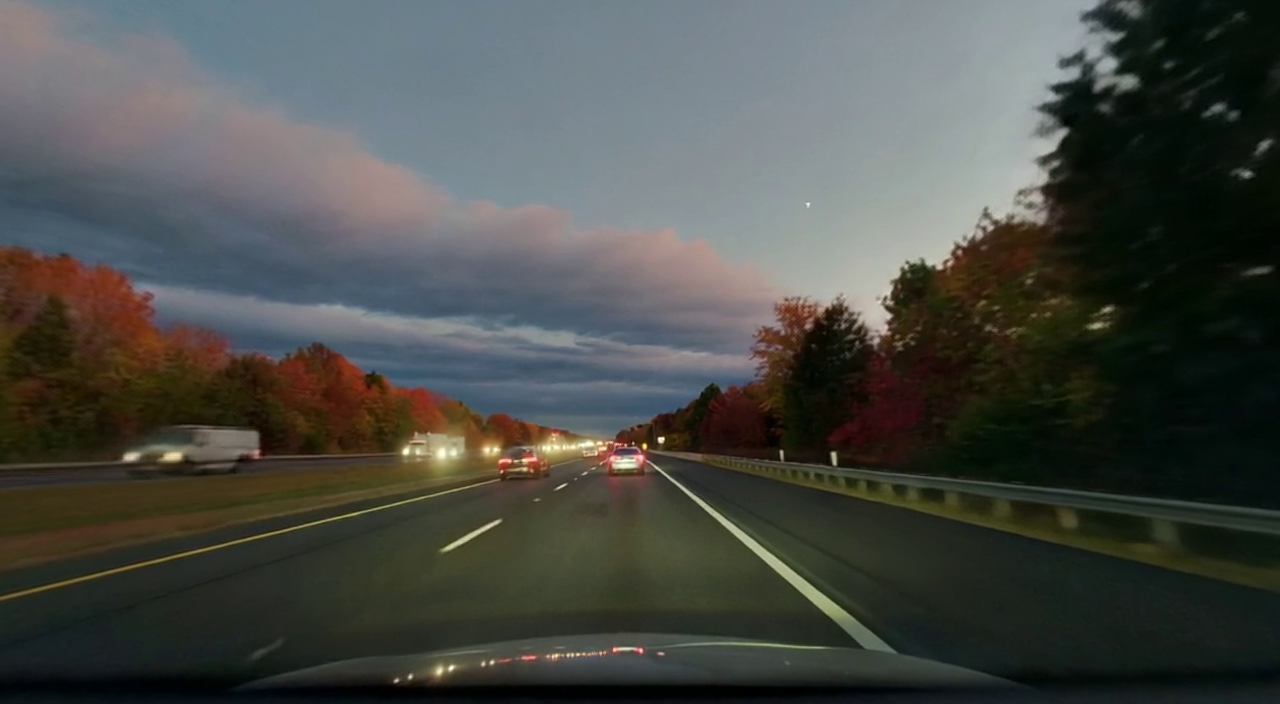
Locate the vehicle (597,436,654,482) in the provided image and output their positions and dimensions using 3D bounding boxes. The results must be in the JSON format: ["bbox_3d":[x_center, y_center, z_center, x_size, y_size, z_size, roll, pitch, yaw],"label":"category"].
[{"bbox_3d":[-0.579,4.276,25.295,2.115,1.661,4.049,0,-9,-1],"label":"vehicle"}]

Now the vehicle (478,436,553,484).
[{"bbox_3d":[-4.775,4.217,24.763,1.974,1.688,4.727,-1,-9,0],"label":"vehicle"}]

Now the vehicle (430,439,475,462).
[{"bbox_3d":[-14.017,7.424,47.048,2.003,1.594,4.599,-1,-9,0],"label":"vehicle"}]

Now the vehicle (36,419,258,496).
[{"bbox_3d":[-12.348,2.705,16.219,2.032,1.672,4.515,-1,-9,0],"label":"vehicle"}]
